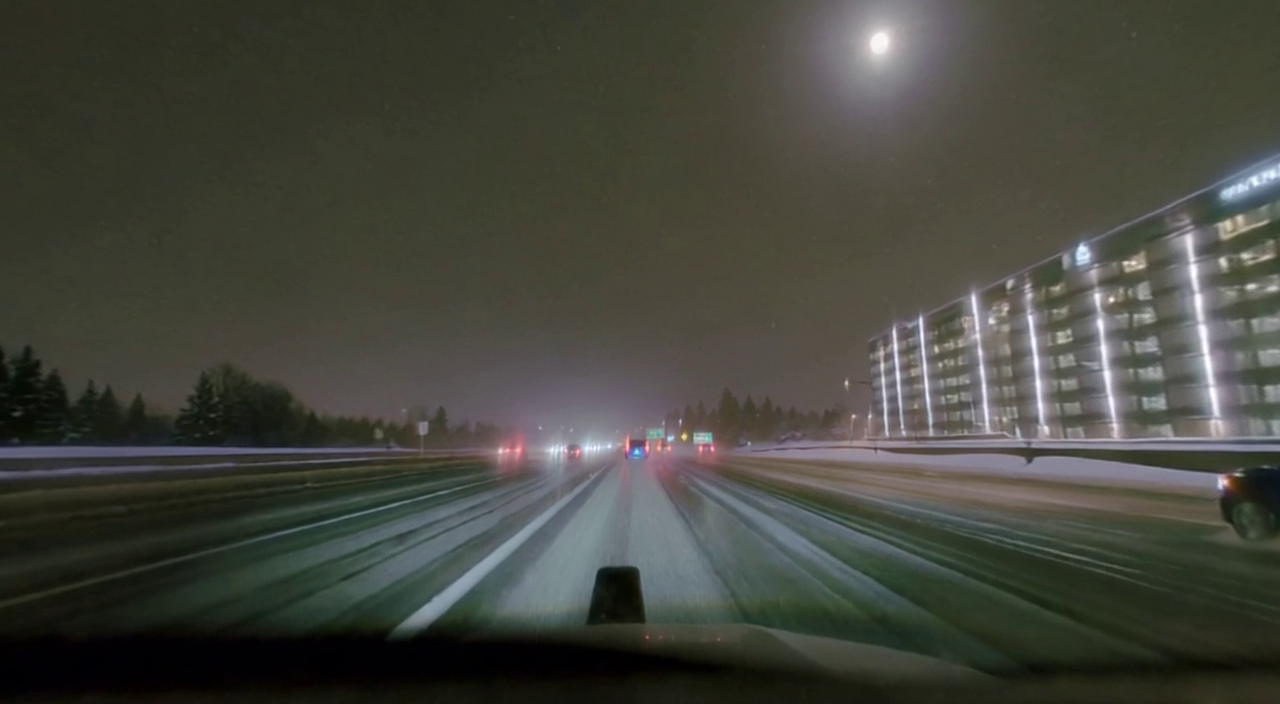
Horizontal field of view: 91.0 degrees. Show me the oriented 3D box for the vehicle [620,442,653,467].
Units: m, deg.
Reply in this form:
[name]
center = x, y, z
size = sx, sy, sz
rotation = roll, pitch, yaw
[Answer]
[vehicle]
center = -0.203, 6.690, 41.272
size = 2.036, 1.542, 3.891
rotation = 0, -8, 0
